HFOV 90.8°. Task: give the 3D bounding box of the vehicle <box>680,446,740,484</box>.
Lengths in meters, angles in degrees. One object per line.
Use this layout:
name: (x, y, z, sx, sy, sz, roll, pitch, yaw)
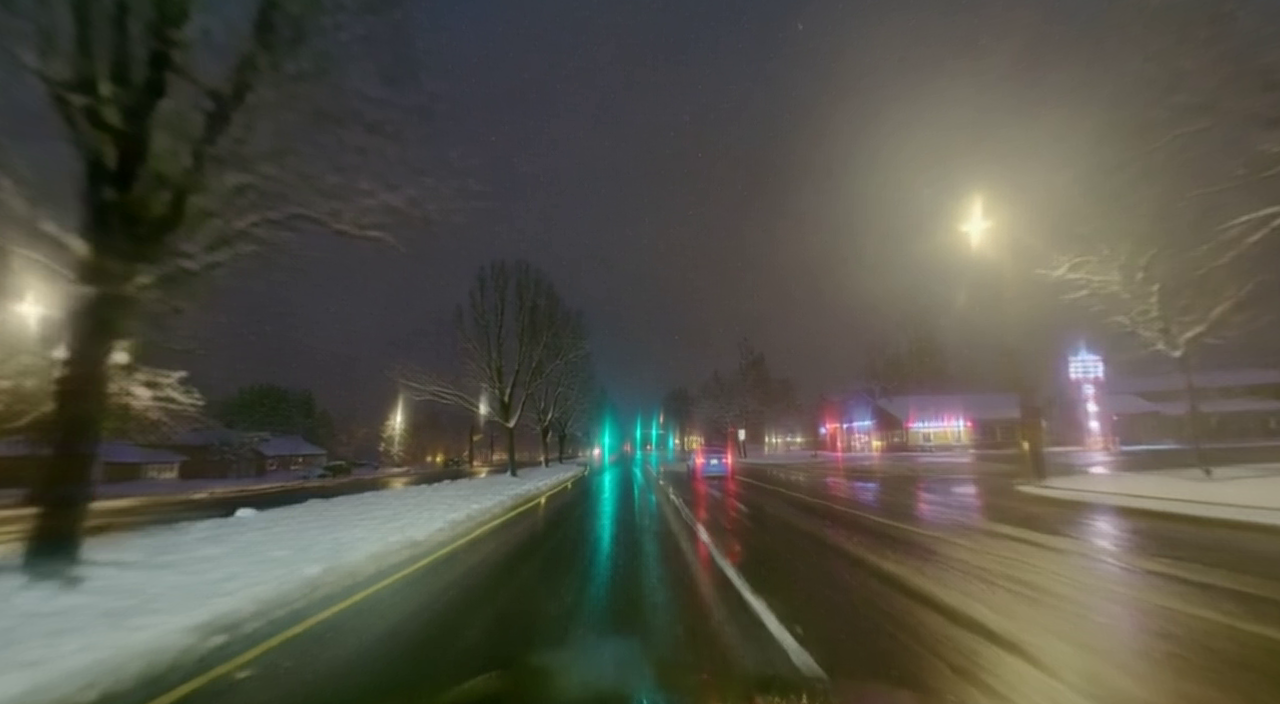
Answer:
vehicle: (2.802, 4.659, 26.394, 1.929, 1.411, 4.284, 0, -9, -1)
